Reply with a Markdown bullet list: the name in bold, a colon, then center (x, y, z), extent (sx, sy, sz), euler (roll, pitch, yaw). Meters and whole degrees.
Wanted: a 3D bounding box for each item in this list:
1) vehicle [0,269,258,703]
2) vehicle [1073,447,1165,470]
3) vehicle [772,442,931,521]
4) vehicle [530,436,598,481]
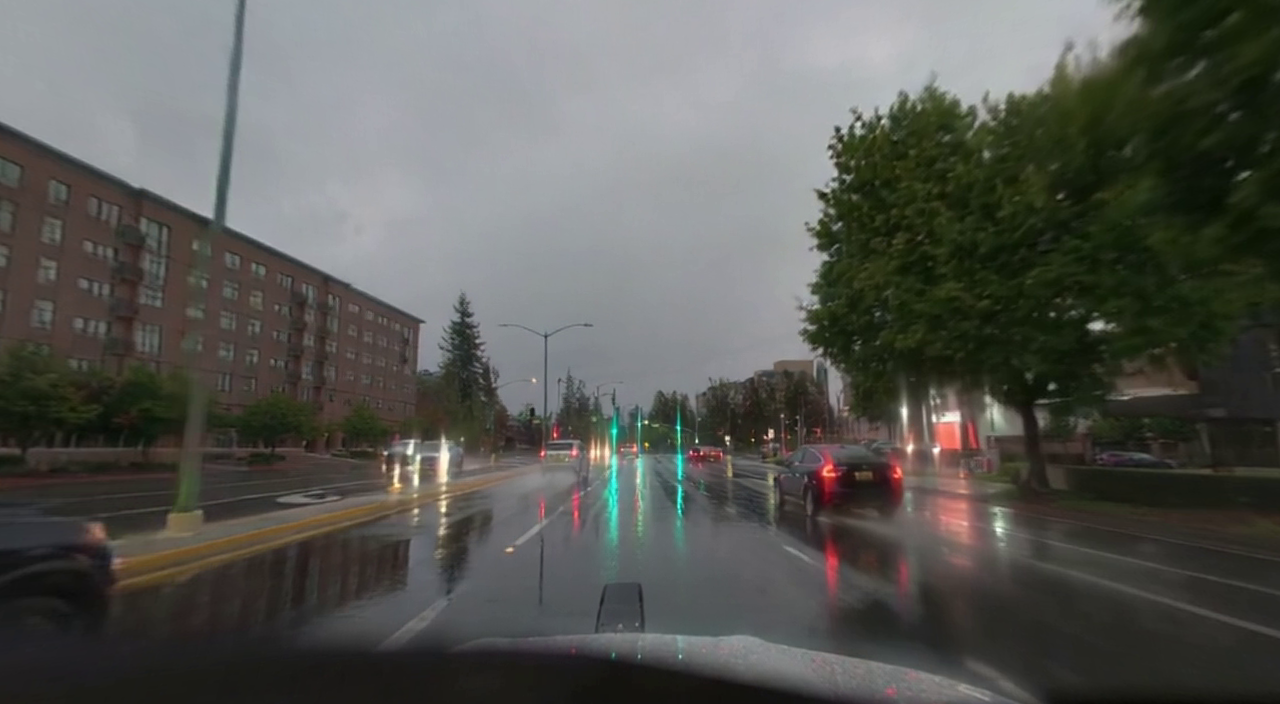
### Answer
- **vehicle**: center (-3.264, 0.466, 0.591), extent (2.450, 1.866, 5.416), euler (0, -9, -1)
- **vehicle**: center (31.328, 6.955, 41.400), extent (4.274, 1.448, 2.050), euler (0, -9, 1)
- **vehicle**: center (4.474, 2.791, 14.227), extent (1.960, 1.471, 4.378), euler (0, -9, -1)
- **vehicle**: center (-3.257, 4.706, 28.204), extent (2.305, 1.833, 4.912), euler (0, -9, 1)
